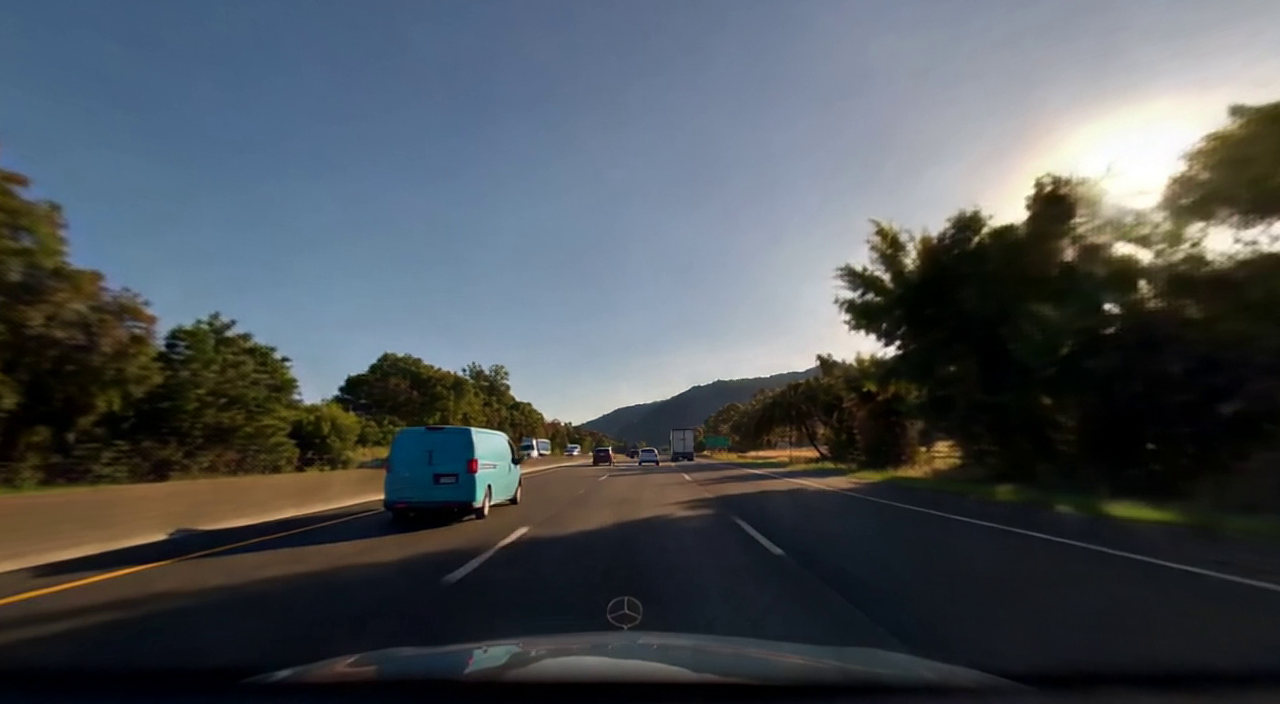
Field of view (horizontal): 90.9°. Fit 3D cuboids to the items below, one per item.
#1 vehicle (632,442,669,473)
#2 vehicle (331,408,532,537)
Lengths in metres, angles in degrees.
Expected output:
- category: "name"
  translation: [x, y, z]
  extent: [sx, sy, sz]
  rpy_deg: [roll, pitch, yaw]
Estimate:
- category: "vehicle"
  translation: [0.643, 6.598, 39.707]
  extent: [2.209, 1.825, 4.036]
  rpy_deg: [0, -9, 1]
- category: "vehicle"
  translation: [-3.711, 2.279, 12.481]
  extent: [2.167, 1.991, 5.062]
  rpy_deg: [0, -9, 1]
